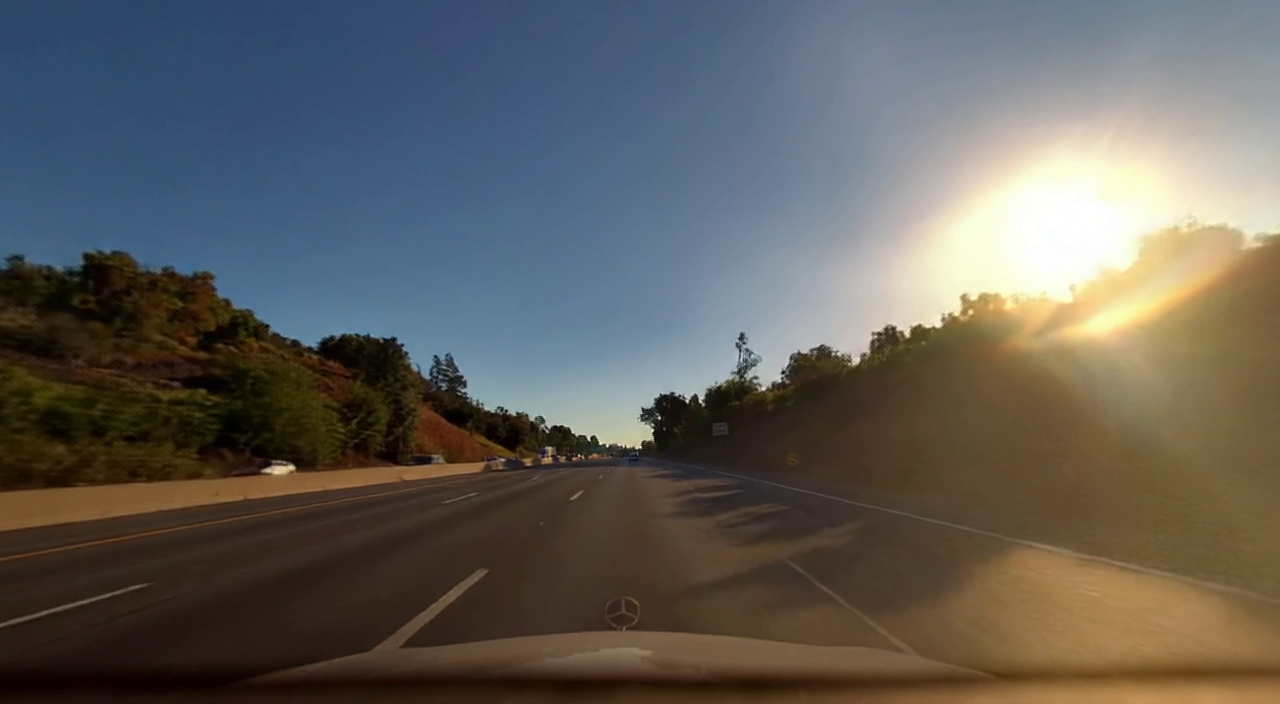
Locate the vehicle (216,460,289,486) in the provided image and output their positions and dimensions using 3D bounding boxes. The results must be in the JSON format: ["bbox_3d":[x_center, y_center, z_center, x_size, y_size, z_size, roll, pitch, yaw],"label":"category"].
[{"bbox_3d":[-26.308,8.207,42.803,1.923,1.538,4.752,0,-9,0],"label":"vehicle"}]

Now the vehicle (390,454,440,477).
[{"bbox_3d":[-15.603,7.882,43.716,1.903,1.503,4.309,0,-9,-1],"label":"vehicle"}]
